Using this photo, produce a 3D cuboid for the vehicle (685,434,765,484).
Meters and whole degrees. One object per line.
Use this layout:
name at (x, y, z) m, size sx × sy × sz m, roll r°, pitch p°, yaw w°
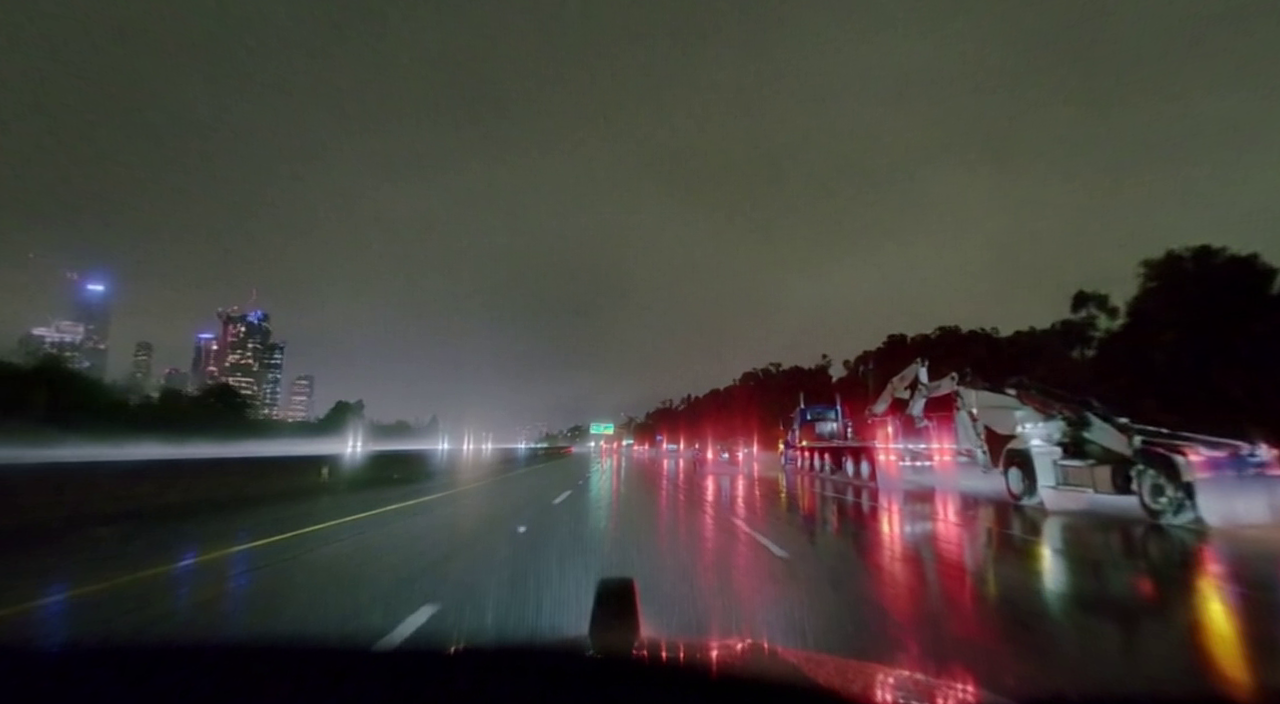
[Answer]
vehicle at (3.126, 4.055, 24.332) m, size 2.305 × 1.729 × 4.526 m, roll 0°, pitch -8°, yaw -2°
